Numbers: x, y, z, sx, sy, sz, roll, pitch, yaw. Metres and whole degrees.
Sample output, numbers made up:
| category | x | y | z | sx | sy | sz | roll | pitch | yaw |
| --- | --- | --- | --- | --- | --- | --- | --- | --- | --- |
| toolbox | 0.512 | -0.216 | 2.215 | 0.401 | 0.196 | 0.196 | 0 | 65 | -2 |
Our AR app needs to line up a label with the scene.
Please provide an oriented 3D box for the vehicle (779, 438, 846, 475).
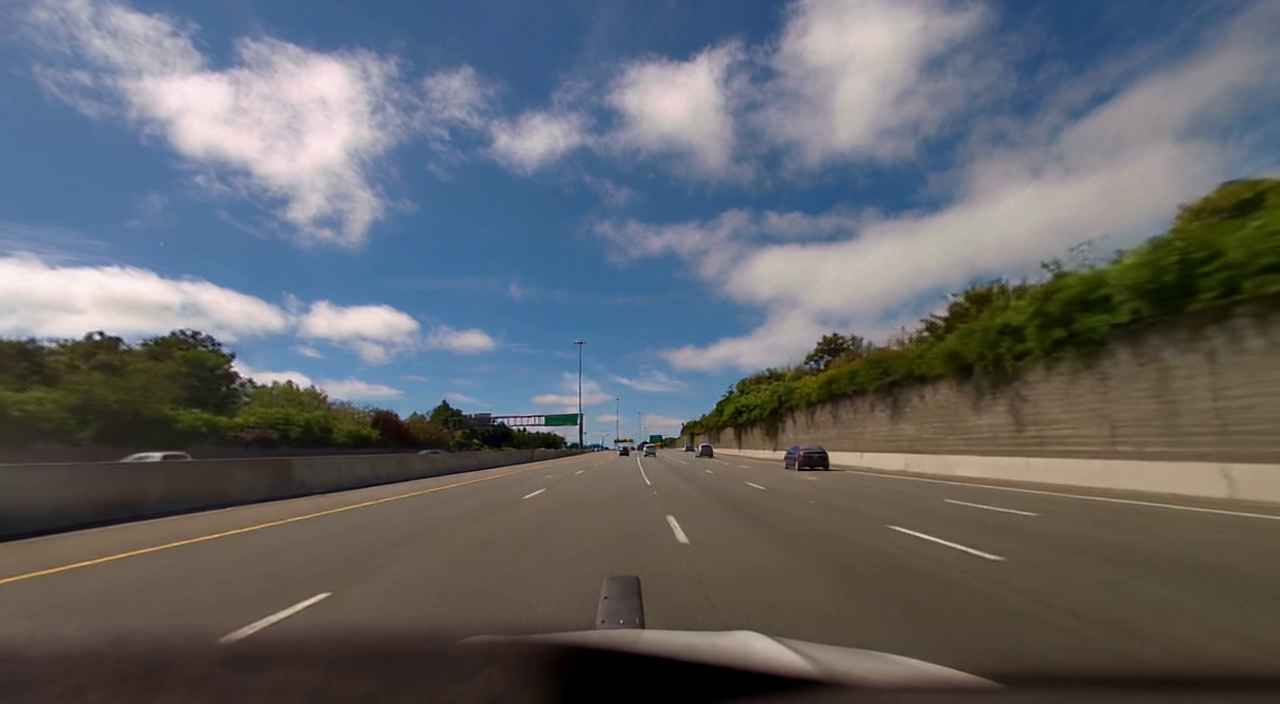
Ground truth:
| category | x | y | z | sx | sy | sz | roll | pitch | yaw |
| --- | --- | --- | --- | --- | --- | --- | --- | --- | --- |
| vehicle | 8.971 | 5.497 | 33.185 | 2.167 | 1.781 | 4.340 | 0 | -9 | -1 |
